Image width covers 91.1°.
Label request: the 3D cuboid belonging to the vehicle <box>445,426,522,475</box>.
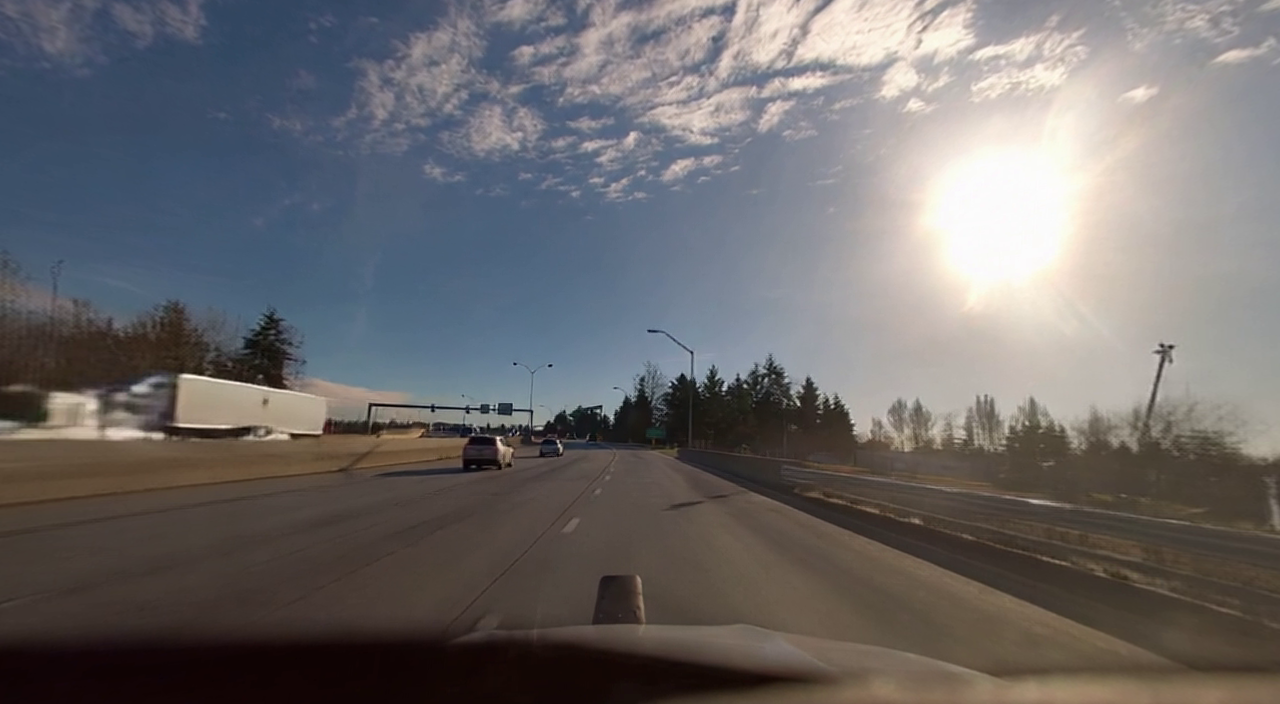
[{"bbox_3d":[-6.680,4.255,27.512,2.188,1.896,4.810,0,-8,-1],"label":"vehicle"}]

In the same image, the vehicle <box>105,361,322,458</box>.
[{"bbox_3d":[-25.329,4.136,39.258,2.985,4.013,15.061,6,-12,0],"label":"vehicle"}]

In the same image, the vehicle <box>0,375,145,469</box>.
[{"bbox_3d":[-18.198,2.138,18.701,2.308,2.474,5.555,0,-8,1],"label":"vehicle"}]

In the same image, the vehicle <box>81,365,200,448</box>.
[{"bbox_3d":[-25.131,2.821,31.825,3.013,3.630,2.793,6,-11,-3],"label":"vehicle"}]
